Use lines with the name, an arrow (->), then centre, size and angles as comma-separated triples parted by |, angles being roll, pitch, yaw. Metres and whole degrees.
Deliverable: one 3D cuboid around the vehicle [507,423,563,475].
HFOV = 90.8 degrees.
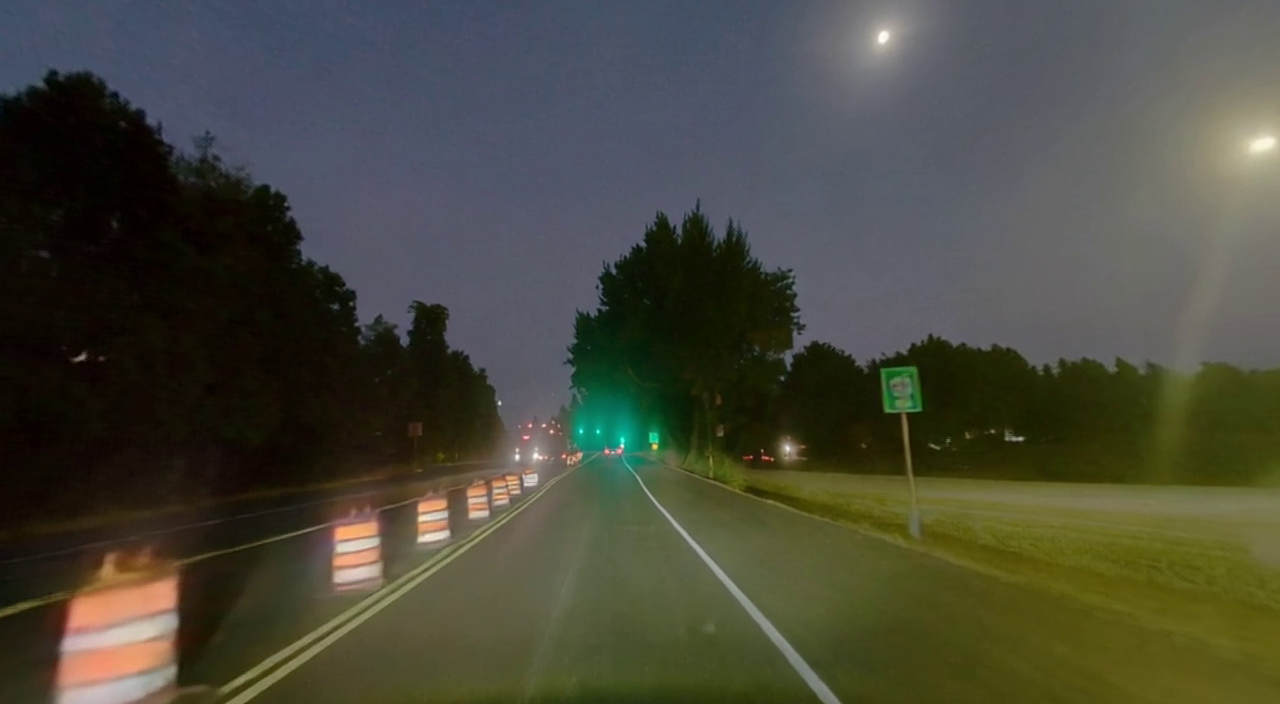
vehicle -> -5.329, 5.016, 32.690 | 2.380, 2.488, 4.028 | 0, -8, -3
